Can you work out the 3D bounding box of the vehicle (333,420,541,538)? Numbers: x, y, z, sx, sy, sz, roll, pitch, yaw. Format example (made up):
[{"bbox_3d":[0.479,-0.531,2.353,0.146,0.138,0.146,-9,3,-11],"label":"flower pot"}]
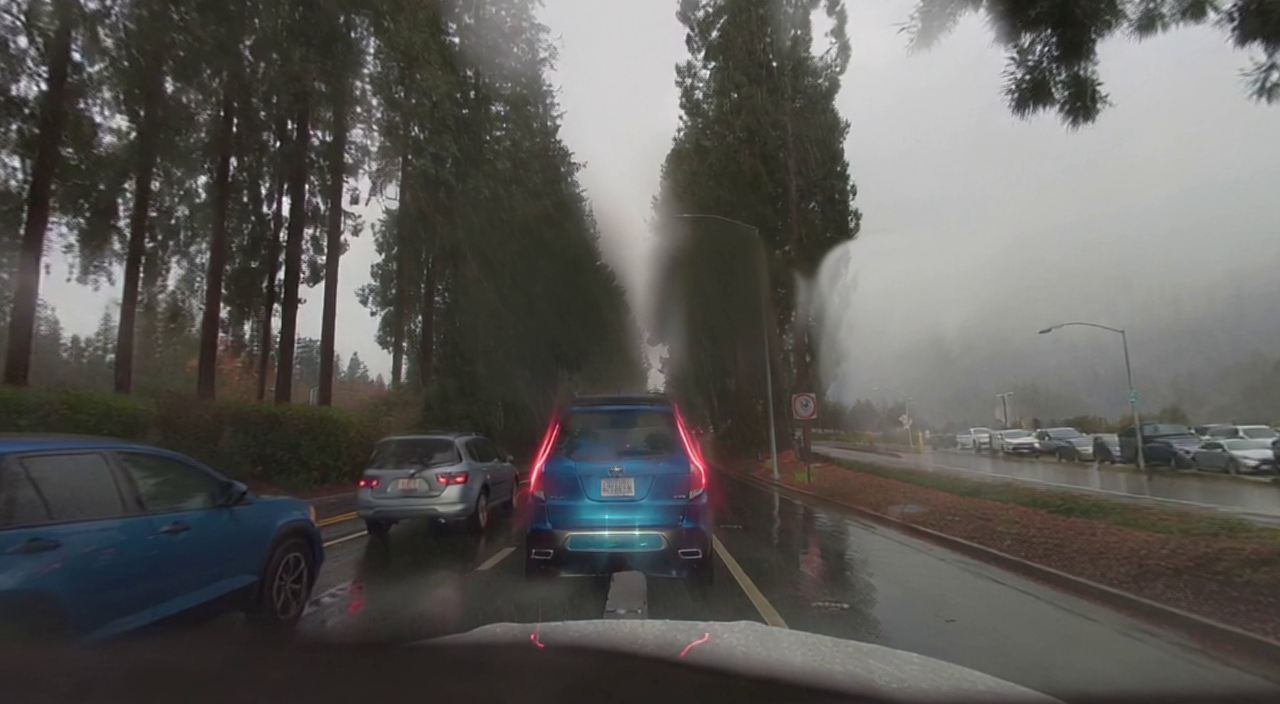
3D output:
[{"bbox_3d":[-3.422,2.247,11.838,2.188,1.745,4.618,0,-8,2],"label":"vehicle"}]

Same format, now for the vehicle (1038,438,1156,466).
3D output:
[{"bbox_3d":[28.466,6.214,39.451,5.955,1.702,2.166,1,-8,-6],"label":"vehicle"}]

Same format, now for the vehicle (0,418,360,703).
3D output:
[{"bbox_3d":[-3.697,1.171,3.734,1.922,1.464,4.424,0,-8,2],"label":"vehicle"}]

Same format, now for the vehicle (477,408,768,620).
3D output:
[{"bbox_3d":[-0.041,1.527,6.865,2.229,1.591,3.897,-1,-8,3],"label":"vehicle"}]
